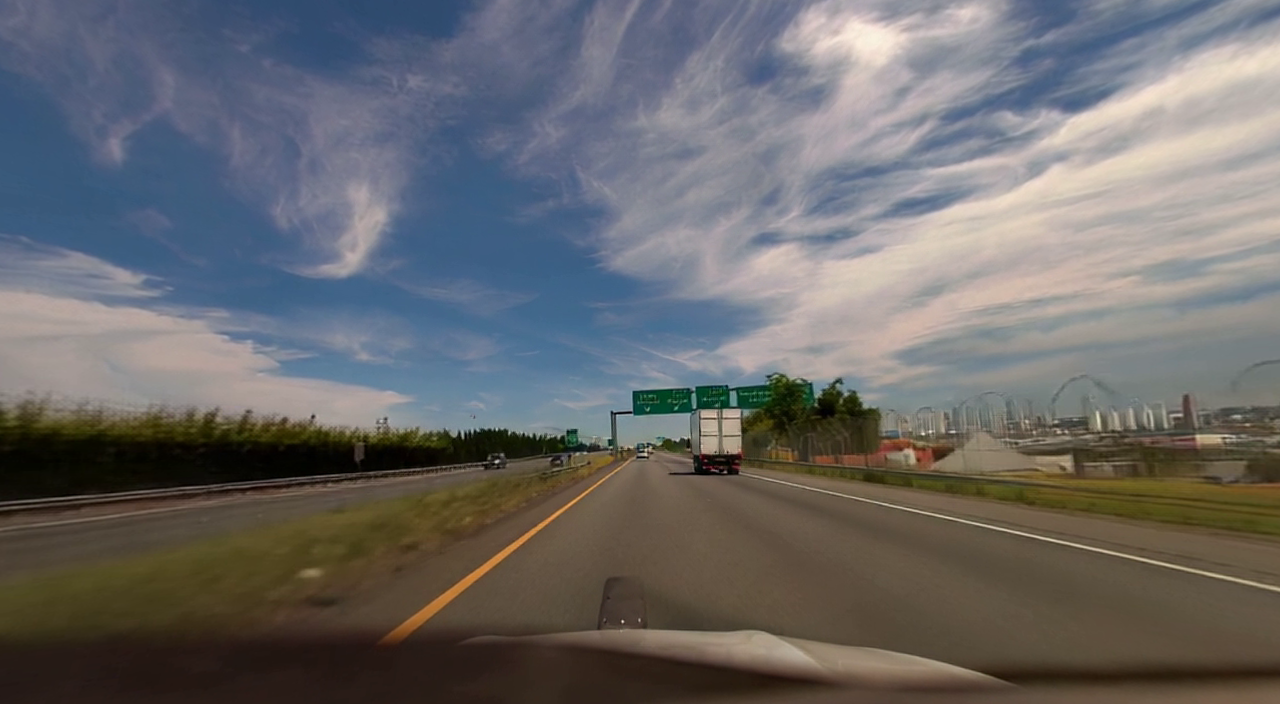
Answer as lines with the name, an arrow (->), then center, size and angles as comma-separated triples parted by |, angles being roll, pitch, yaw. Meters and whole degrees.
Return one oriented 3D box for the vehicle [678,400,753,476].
vehicle -> 4.423, 5.636, 40.624 | 3.038, 4.047, 13.741 | 0, -9, 0
